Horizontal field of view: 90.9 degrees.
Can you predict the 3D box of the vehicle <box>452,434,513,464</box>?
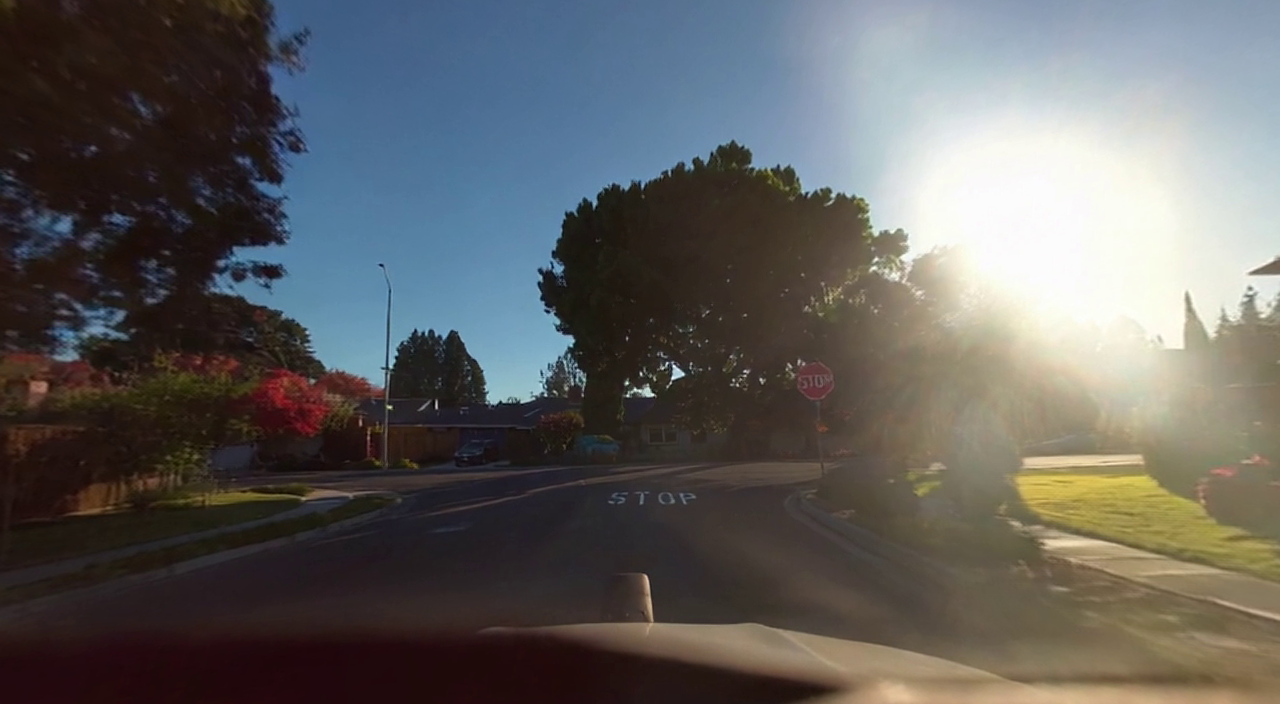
[{"bbox_3d":[-9.764,6.029,39.384,1.883,1.732,4.038,-2,-8,16],"label":"vehicle"}]
